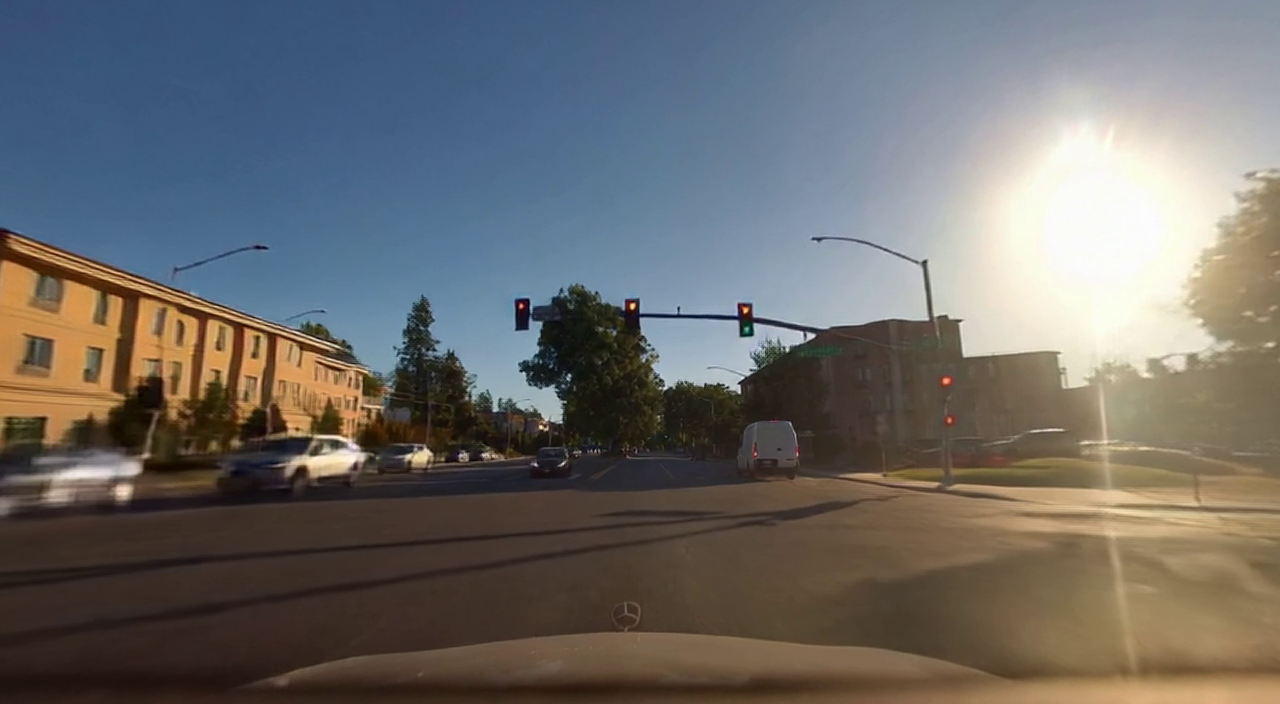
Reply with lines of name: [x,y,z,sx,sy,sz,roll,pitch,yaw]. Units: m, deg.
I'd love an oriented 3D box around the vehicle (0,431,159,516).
vehicle: [-14.183,2.781,14.862,2.046,1.715,4.487,1,-9,0]

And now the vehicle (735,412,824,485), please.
vehicle: [6.787,4.862,31.876,2.802,3.208,7.459,1,-9,0]

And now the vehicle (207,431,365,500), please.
vehicle: [-10.754,3.482,19.656,2.072,1.841,4.737,1,-9,1]

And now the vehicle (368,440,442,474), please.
vehicle: [-14.751,6.623,39.982,2.292,1.955,5.882,1,-9,1]

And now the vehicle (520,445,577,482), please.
vehicle: [-4.179,5.158,29.459,2.003,1.539,4.396,-1,-9,1]
